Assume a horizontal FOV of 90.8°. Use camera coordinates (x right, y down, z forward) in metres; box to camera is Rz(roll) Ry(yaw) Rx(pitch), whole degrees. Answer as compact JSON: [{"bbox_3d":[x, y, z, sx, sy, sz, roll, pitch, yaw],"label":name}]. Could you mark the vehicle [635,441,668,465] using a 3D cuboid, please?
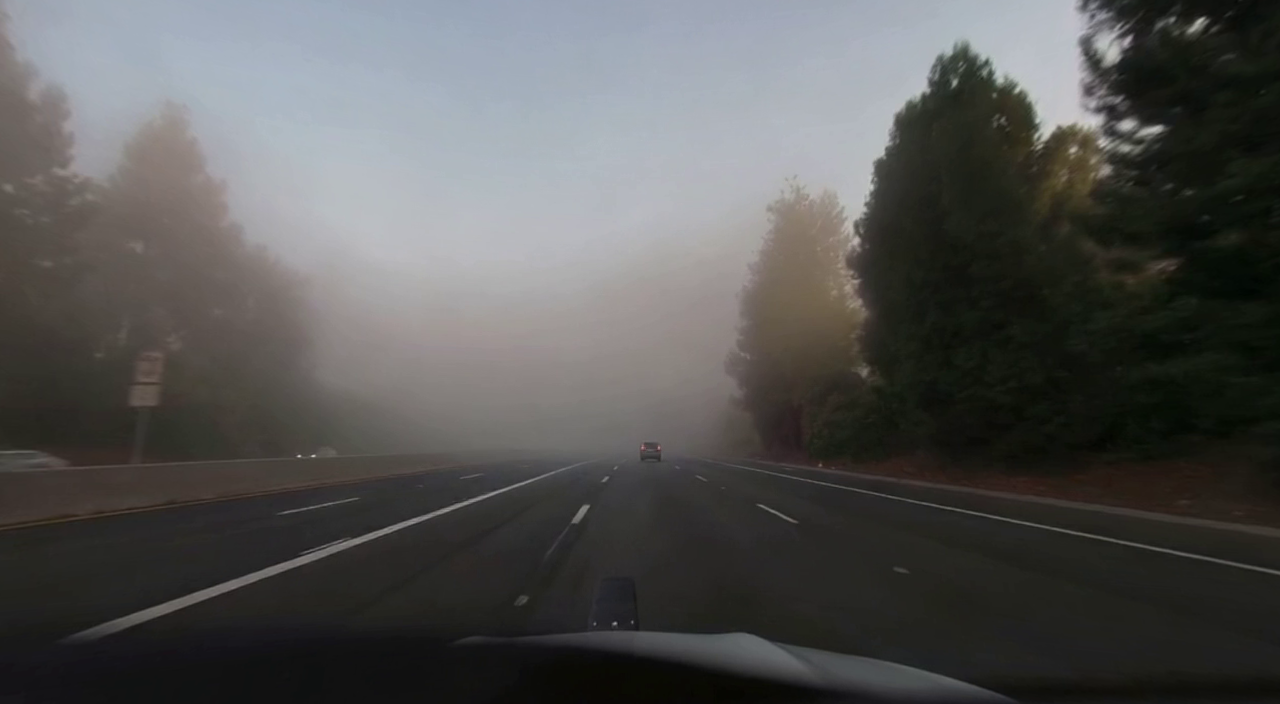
[{"bbox_3d":[0.696,6.578,41.247,1.970,1.477,4.158,0,-9,-1],"label":"vehicle"}]
